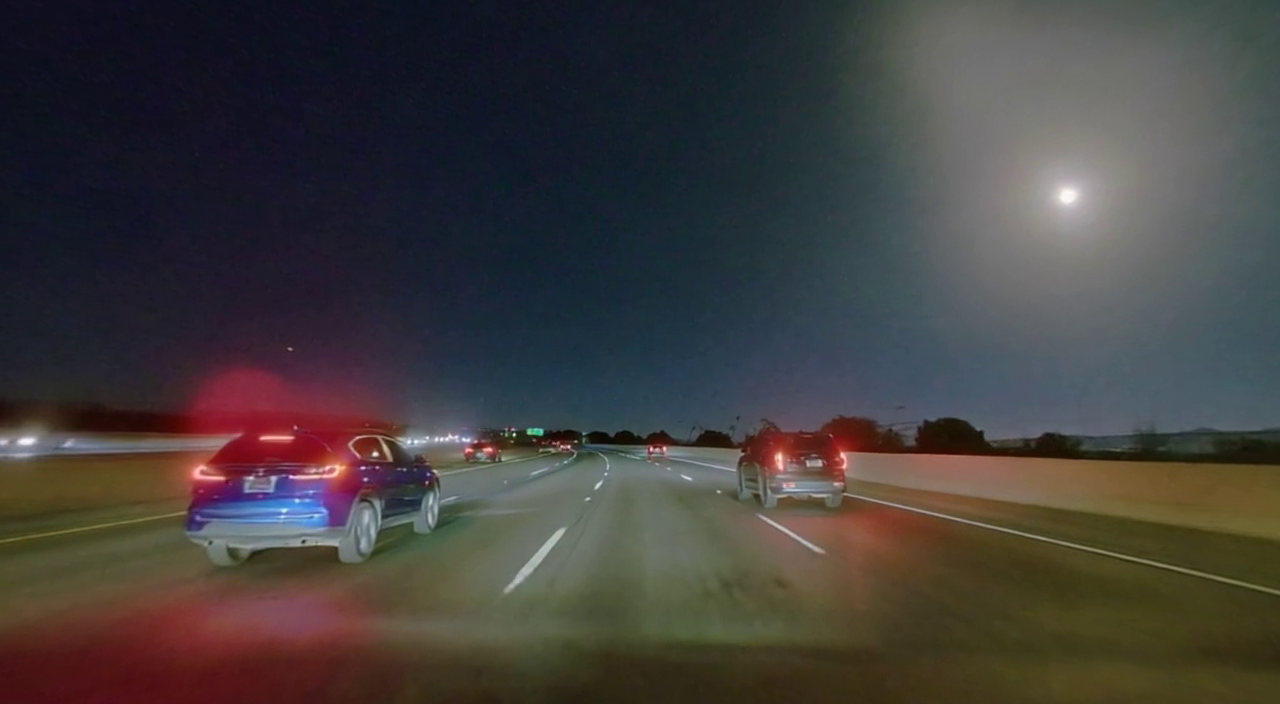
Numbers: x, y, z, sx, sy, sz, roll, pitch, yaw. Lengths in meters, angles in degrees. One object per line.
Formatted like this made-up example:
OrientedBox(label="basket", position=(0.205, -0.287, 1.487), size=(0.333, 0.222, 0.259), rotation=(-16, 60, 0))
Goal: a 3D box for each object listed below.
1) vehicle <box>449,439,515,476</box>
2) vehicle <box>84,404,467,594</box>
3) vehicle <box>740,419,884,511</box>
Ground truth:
OrientedBox(label="vehicle", position=(-7.863, 5.306, 31.763), size=(2.095, 1.696, 4.680), rotation=(0, -9, 0))
OrientedBox(label="vehicle", position=(-4.014, 1.703, 8.147), size=(2.214, 1.743, 4.465), rotation=(0, -9, 1))
OrientedBox(label="vehicle", position=(3.915, 2.686, 15.358), size=(2.153, 1.860, 4.689), rotation=(0, -9, 0))
